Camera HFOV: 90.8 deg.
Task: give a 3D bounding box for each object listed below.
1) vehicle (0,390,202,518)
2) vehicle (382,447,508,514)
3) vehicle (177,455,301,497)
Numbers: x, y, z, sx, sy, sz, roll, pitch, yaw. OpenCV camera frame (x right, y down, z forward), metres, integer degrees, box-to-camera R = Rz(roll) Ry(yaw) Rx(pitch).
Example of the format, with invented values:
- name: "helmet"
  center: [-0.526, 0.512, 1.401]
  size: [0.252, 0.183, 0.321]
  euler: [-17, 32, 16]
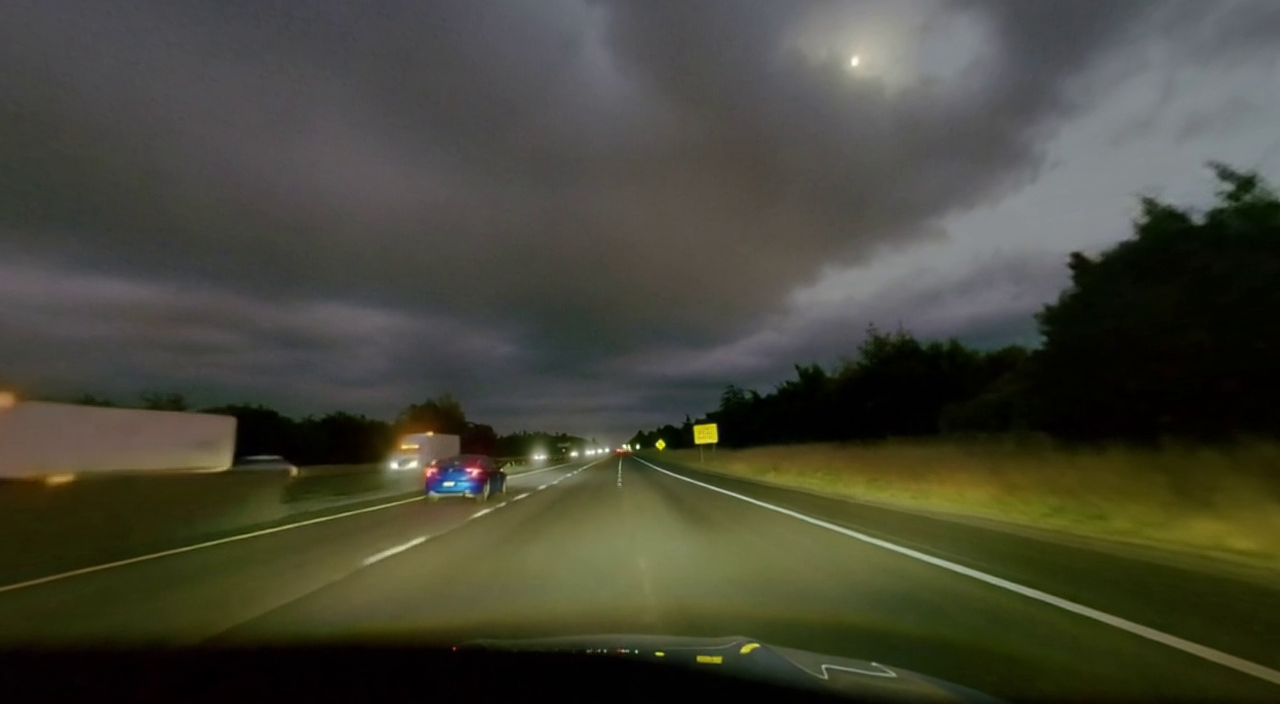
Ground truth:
- name: "vehicle"
  center: [-22.050, 3.644, 22.618]
  size: [2.901, 4.037, 14.315]
  euler: [0, -9, -2]
- name: "vehicle"
  center: [-4.934, 3.284, 16.606]
  size: [2.121, 1.537, 3.852]
  euler: [0, -9, -1]
- name: "vehicle"
  center: [-14.176, 4.370, 22.614]
  size: [1.915, 1.320, 3.976]
  euler: [0, -9, -1]
